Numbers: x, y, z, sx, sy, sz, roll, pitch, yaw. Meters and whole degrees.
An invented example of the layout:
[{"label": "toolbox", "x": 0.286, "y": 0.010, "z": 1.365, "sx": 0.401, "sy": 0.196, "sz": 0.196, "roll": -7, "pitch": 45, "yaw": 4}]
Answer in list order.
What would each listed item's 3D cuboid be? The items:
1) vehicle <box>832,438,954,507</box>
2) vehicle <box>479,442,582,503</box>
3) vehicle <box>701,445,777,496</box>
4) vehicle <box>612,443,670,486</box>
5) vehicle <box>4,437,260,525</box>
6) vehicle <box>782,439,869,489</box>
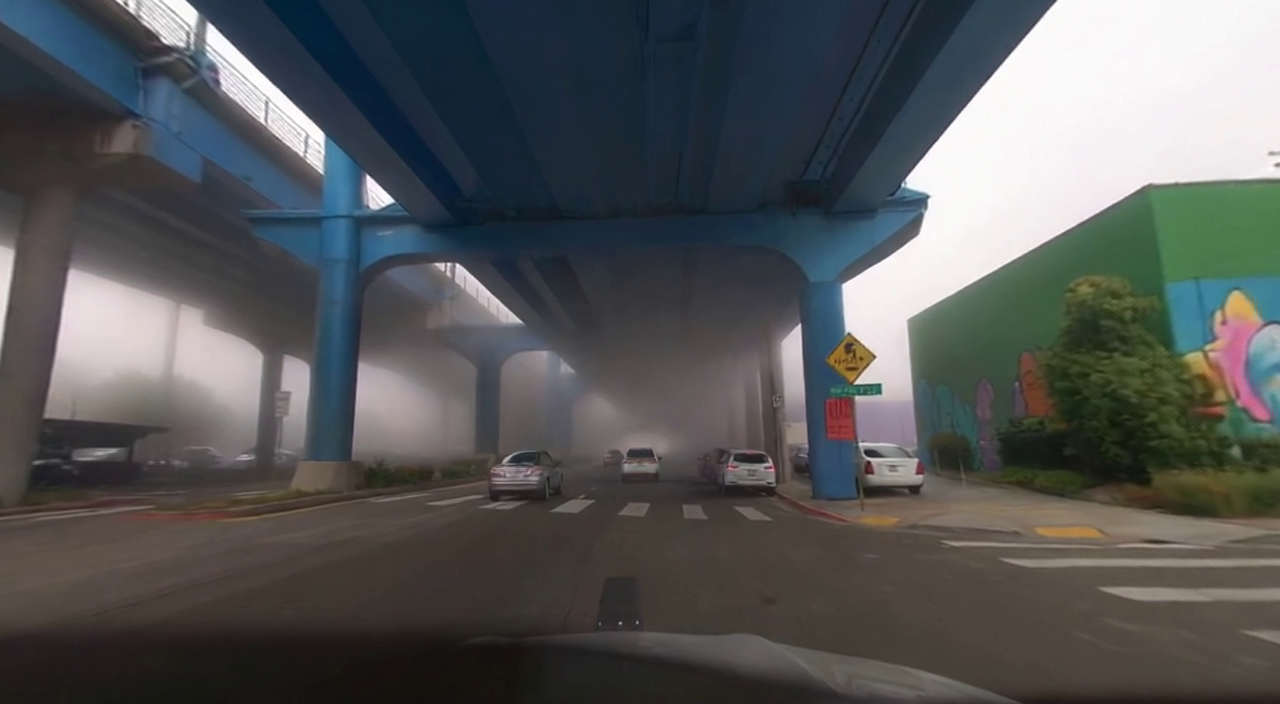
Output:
[{"label": "vehicle", "x": 7.670, "y": 3.646, "z": 19.717, "sx": 2.275, "sy": 1.834, "sz": 4.294, "roll": 1, "pitch": -8, "yaw": 4}, {"label": "vehicle", "x": -3.003, "y": 3.431, "z": 18.402, "sx": 2.024, "sy": 1.533, "sz": 4.549, "roll": 0, "pitch": -9, "yaw": 2}, {"label": "vehicle", "x": 3.306, "y": 4.033, "z": 21.945, "sx": 1.983, "sy": 1.589, "sz": 4.010, "roll": 0, "pitch": -8, "yaw": 0}, {"label": "vehicle", "x": 0.049, "y": 4.520, "z": 25.596, "sx": 2.155, "sy": 1.571, "sz": 3.734, "roll": 0, "pitch": -9, "yaw": 1}, {"label": "vehicle", "x": -11.908, "y": 3.050, "z": 15.455, "sx": 2.056, "sy": 1.768, "sz": 4.986, "roll": -1, "pitch": -9, "yaw": 0}, {"label": "vehicle", "x": 7.788, "y": 4.759, "z": 27.086, "sx": 2.175, "sy": 1.909, "sz": 4.953, "roll": 0, "pitch": -9, "yaw": 0}]
